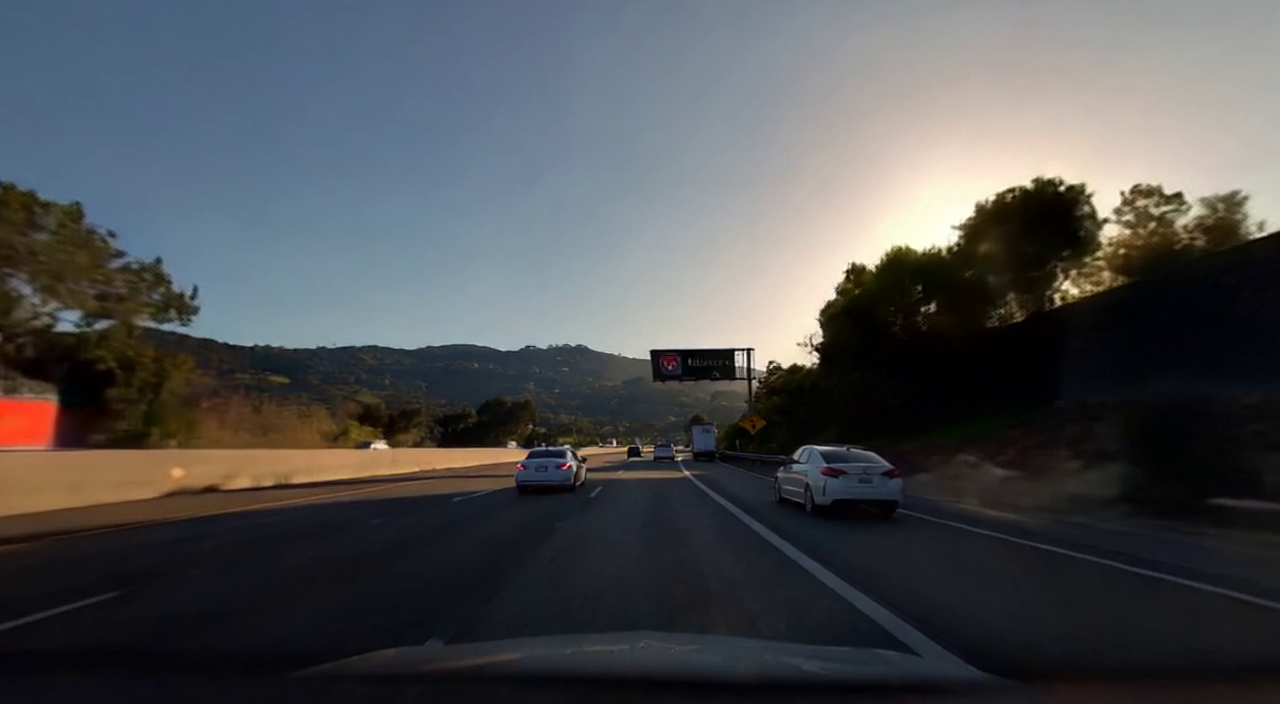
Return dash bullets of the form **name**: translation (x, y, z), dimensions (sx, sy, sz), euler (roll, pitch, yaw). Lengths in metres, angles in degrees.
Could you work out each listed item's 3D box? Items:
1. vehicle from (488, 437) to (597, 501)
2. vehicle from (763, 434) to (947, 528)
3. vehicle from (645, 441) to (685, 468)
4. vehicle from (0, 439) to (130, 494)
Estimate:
- **vehicle**: translation (-2.478, 3.119, 17.369), dimensions (2.031, 1.491, 4.792), euler (-1, -8, 3)
- **vehicle**: translation (3.863, 2.383, 12.276), dimensions (2.013, 1.464, 4.317), euler (1, -8, -1)
- **vehicle**: translation (1.484, 5.988, 37.086), dimensions (2.202, 1.467, 3.929), euler (-1, -8, 2)
- **vehicle**: translation (-19.707, 3.667, 20.624), dimensions (2.238, 1.585, 4.473), euler (0, -8, 1)
